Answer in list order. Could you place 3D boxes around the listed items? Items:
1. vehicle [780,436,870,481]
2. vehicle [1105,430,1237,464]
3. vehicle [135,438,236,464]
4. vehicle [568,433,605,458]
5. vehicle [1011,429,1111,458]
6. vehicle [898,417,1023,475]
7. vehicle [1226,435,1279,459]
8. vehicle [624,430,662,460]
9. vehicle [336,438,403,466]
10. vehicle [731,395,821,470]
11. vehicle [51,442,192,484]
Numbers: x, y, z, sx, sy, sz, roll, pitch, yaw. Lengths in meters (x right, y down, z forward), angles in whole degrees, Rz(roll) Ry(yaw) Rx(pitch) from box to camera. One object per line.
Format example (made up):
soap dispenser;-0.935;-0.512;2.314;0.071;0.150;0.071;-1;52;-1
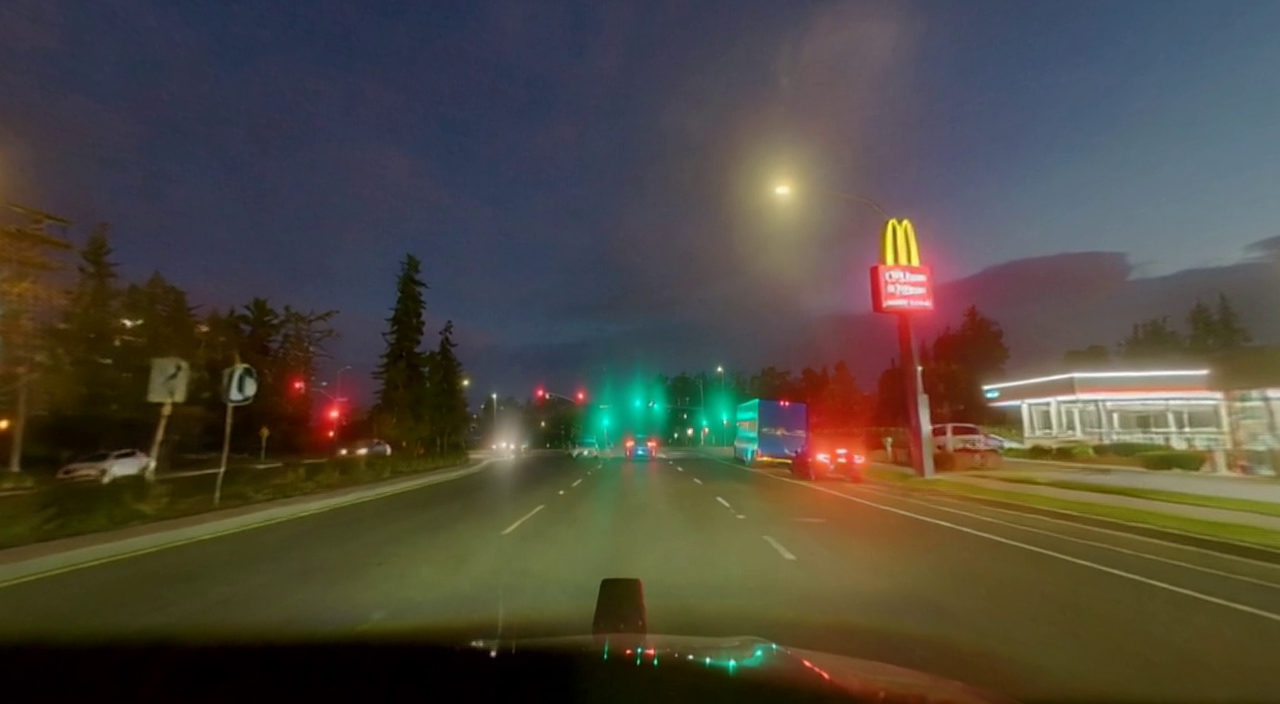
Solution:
vehicle;6.701;3.895;23.404;1.980;1.473;4.537;0;-9;0
vehicle;26.060;4.718;31.162;4.545;1.571;1.769;-5;-9;26
vehicle;-29.419;6.431;41.065;1.971;1.578;5.304;-2;-9;11
vehicle;-3.481;6.204;41.811;2.008;1.500;4.369;-1;-8;1
vehicle;29.457;6.464;44.425;5.568;1.930;2.081;-5;-10;29
vehicle;13.722;4.004;26.886;5.354;2.214;2.504;6;-11;-37
vehicle;43.332;6.632;44.061;3.960;1.458;1.980;2;-8;-25
vehicle;0.211;5.798;39.374;2.209;1.718;4.008;-1;-8;1
vehicle;-15.673;5.800;36.751;1.836;1.464;4.440;-1;-9;1
vehicle;6.767;4.238;32.721;2.891;3.361;7.843;0;-8;0
vehicle;-22.756;4.868;27.994;1.936;1.654;4.857;-1;-9;3
